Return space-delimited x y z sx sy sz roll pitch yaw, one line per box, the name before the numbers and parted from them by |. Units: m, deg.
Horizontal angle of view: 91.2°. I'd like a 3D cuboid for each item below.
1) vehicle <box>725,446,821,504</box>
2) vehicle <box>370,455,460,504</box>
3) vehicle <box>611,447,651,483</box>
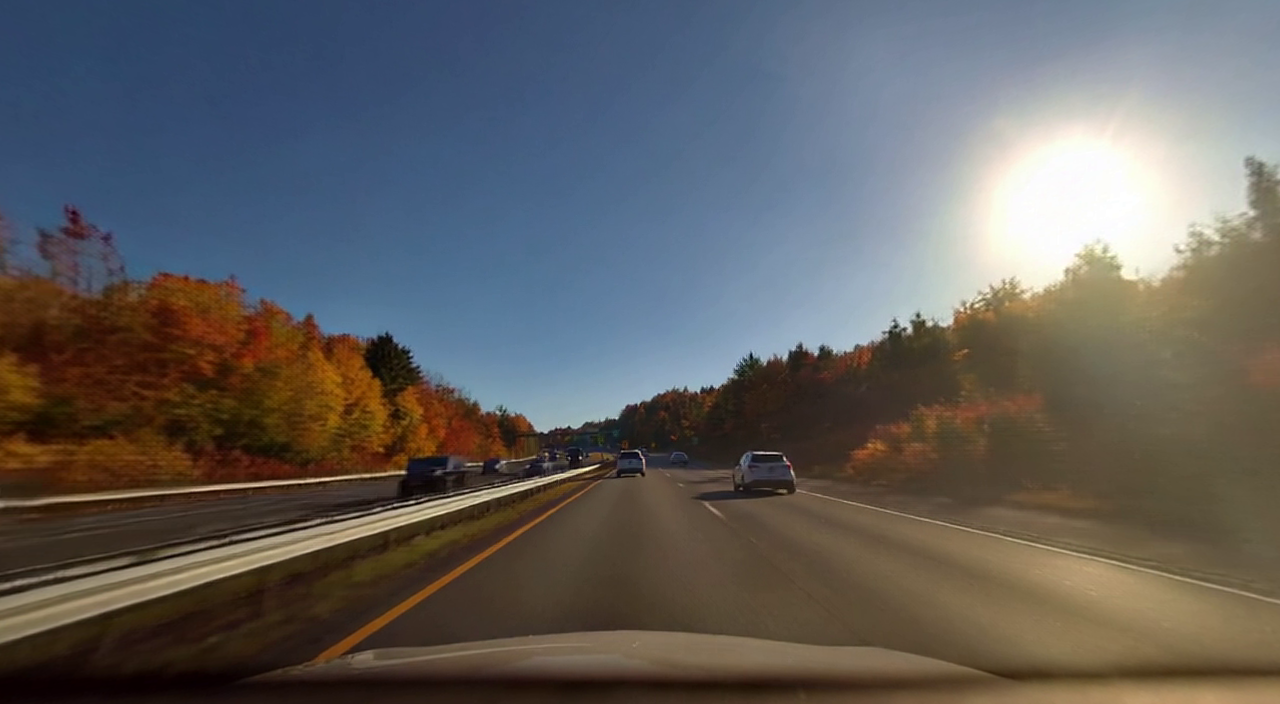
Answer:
vehicle | 3.788 3.557 18.616 1.843 1.505 4.339 0 -9 -1
vehicle | -9.078 5.149 25.732 1.932 1.738 4.571 -1 -9 1
vehicle | -0.438 5.805 32.458 1.937 1.699 3.936 -1 -9 0
